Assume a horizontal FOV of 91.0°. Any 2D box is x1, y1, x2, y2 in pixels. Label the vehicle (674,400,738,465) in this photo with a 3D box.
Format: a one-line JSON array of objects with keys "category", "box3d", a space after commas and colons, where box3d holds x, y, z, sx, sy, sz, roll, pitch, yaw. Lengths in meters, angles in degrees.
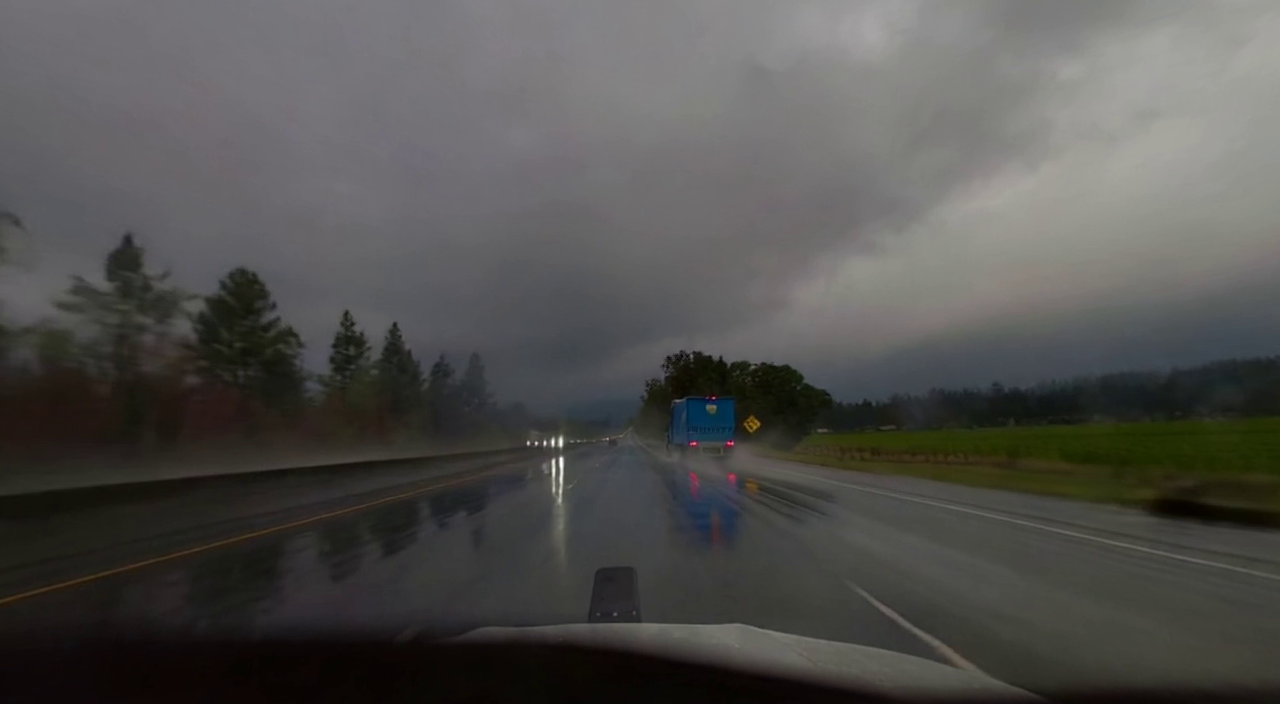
[{"category": "vehicle", "box3d": [3.672, 4.718, 36.779, 2.766, 3.349, 7.796, 0, -8, -1]}]
